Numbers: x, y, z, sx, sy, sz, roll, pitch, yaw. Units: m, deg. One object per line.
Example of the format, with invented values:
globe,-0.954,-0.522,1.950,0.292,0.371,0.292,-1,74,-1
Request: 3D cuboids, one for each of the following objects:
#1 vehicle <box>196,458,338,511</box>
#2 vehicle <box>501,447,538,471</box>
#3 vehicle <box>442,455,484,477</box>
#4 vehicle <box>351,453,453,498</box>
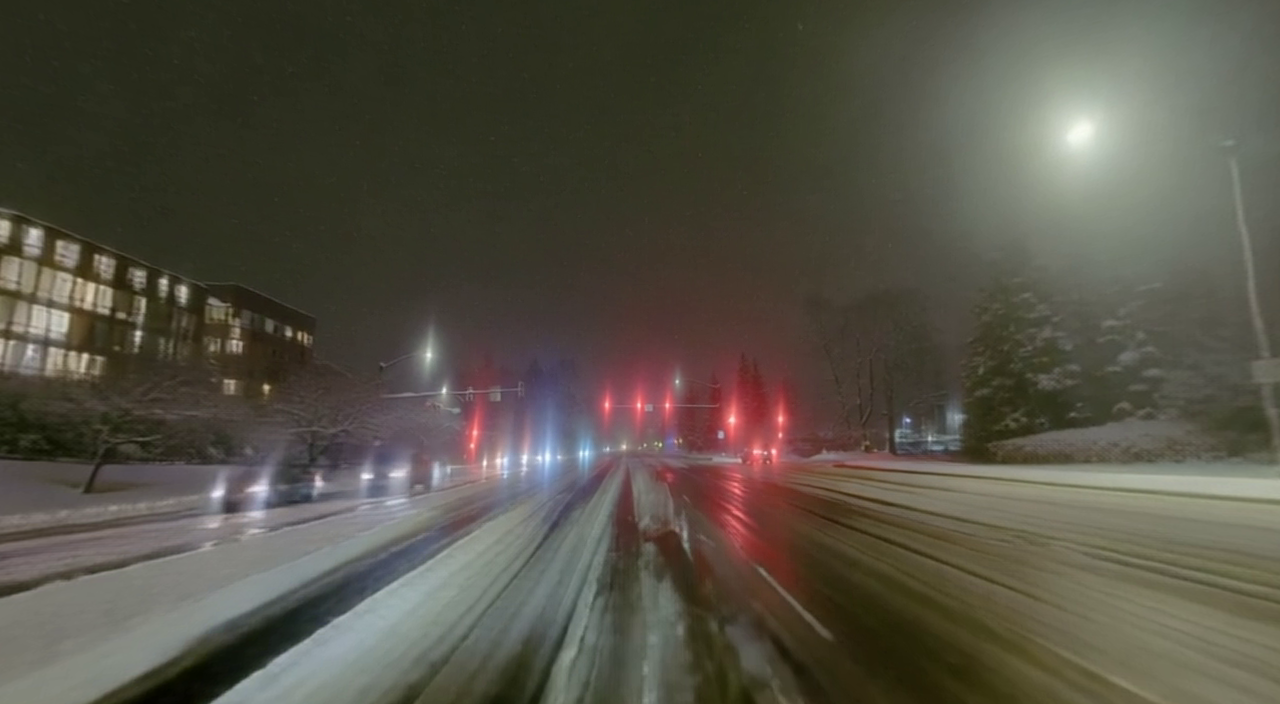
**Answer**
vehicle,-12.309,4.367,21.274,1.973,1.485,4.616,0,-9,0
vehicle,-9.358,8.326,49.300,2.035,1.711,4.463,0,-9,-1
vehicle,-12.150,7.863,43.663,1.880,1.344,3.782,0,-8,-2
vehicle,-8.788,4.573,23.847,2.140,1.460,4.449,0,-9,0
